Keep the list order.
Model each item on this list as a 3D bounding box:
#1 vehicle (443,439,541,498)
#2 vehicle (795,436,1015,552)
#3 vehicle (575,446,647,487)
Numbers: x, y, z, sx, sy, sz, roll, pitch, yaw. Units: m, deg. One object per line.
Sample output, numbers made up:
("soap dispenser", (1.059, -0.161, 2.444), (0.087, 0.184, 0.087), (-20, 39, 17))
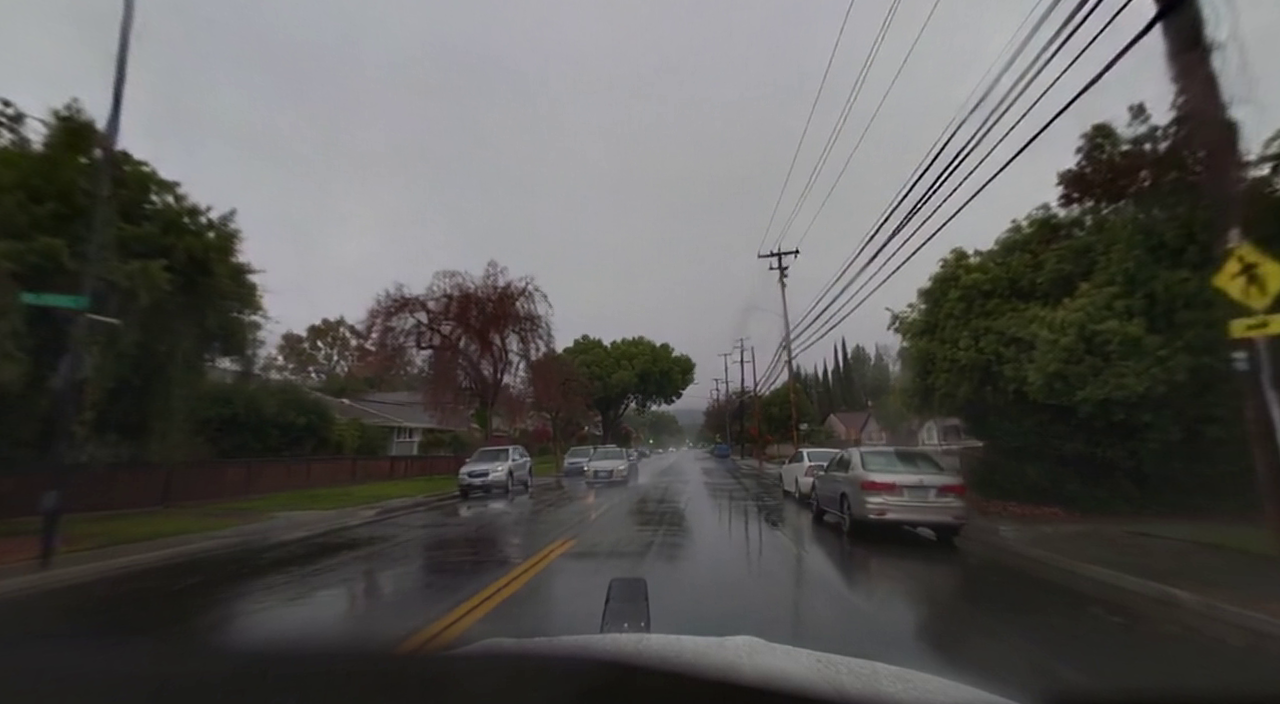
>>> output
("vehicle", (-5.023, 3.996, 22.087), (2.027, 1.695, 4.437), (-4, -8, 4))
("vehicle", (4.022, 2.191, 10.585), (2.014, 1.482, 4.599), (-1, -8, 5))
("vehicle", (-1.035, 4.486, 25.154), (2.079, 1.441, 4.541), (-1, -8, 7))
